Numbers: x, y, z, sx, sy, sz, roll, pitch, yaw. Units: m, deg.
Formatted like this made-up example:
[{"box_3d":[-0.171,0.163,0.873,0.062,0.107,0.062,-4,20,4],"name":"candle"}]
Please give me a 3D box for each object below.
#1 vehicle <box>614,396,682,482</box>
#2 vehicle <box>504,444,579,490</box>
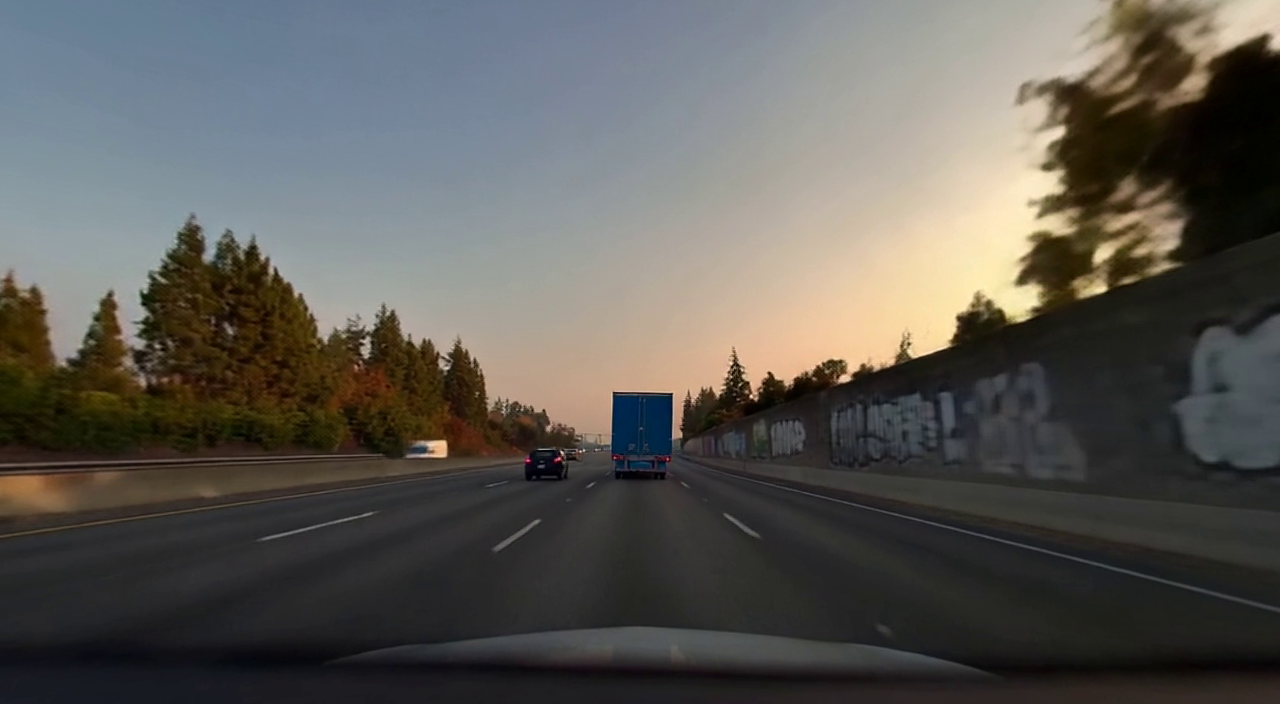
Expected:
[{"box_3d":[0.249,4.509,31.993,2.915,3.661,9.741,0,-9,-1],"name":"vehicle"},{"box_3d":[-3.468,4.131,22.923,2.020,1.505,4.171,0,-9,0],"name":"vehicle"}]
